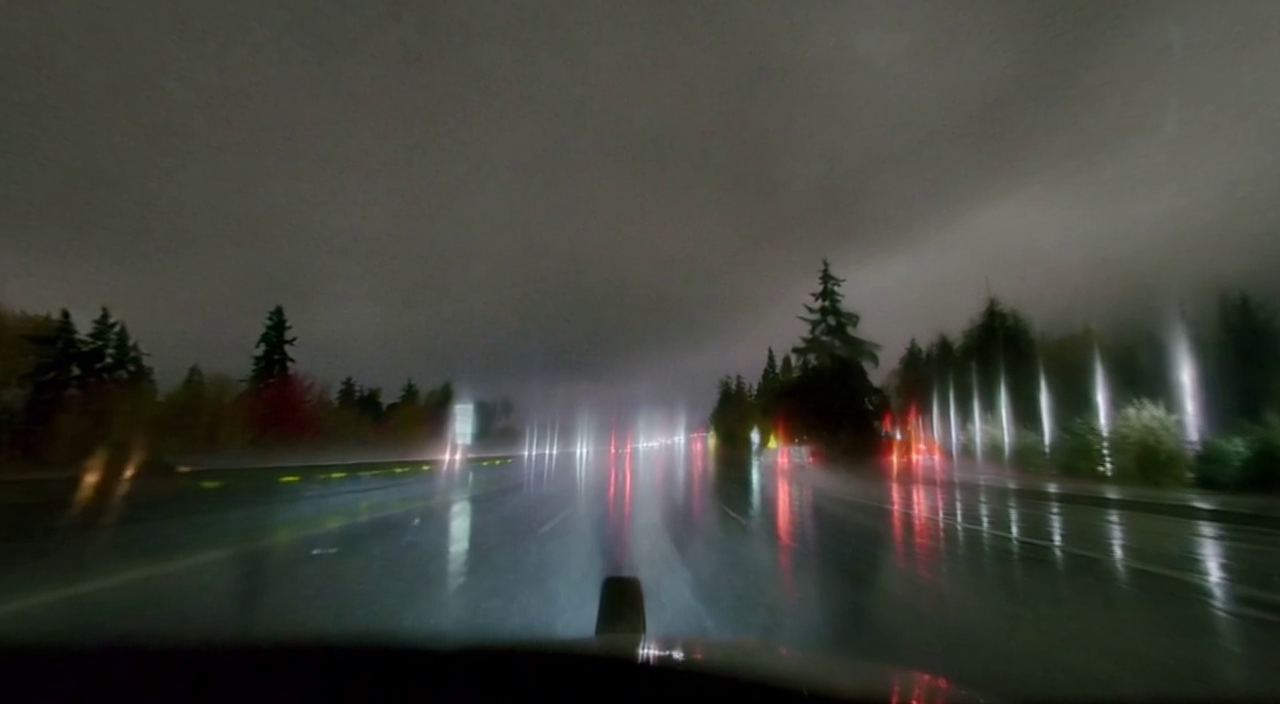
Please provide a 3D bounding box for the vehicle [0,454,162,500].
[{"bbox_3d":[-19.888,4.409,22.705,1.906,1.471,4.320,0,-9,1],"label":"vehicle"}]
